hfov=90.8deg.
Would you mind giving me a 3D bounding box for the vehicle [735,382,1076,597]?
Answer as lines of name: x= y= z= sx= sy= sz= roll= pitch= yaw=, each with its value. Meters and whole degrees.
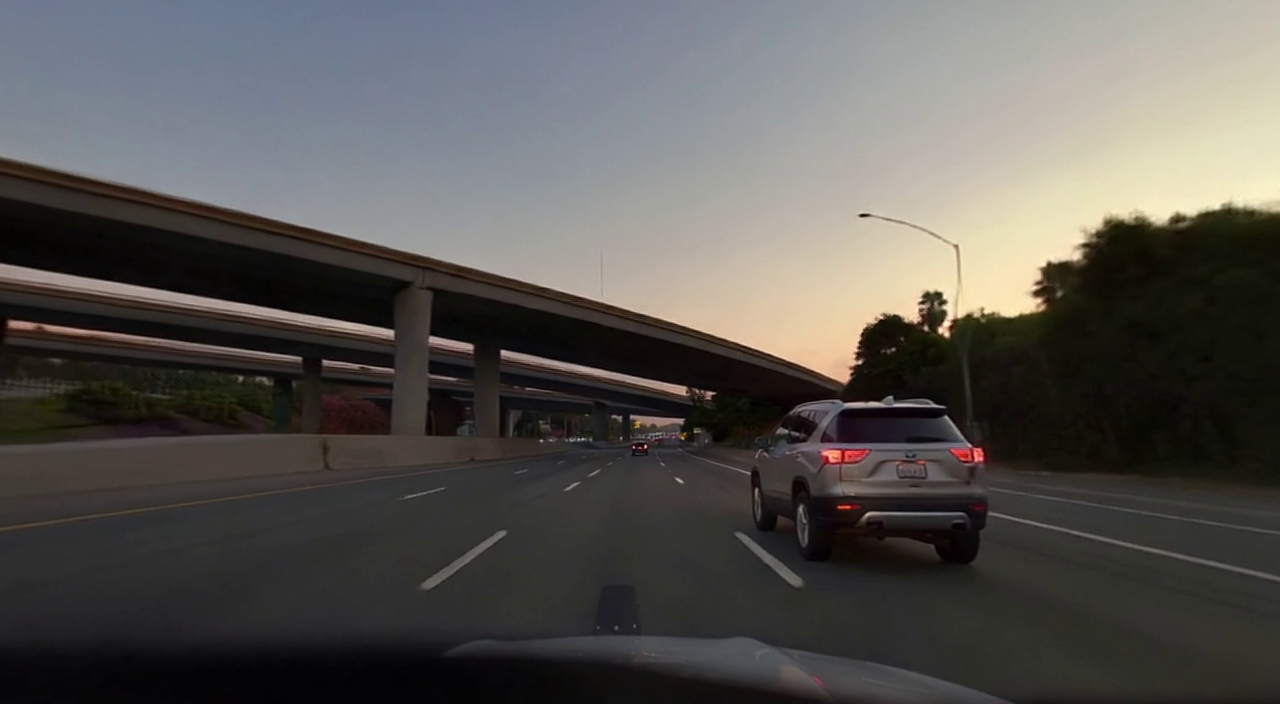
vehicle: x=2.770 y=1.597 z=8.230 sx=2.155 sy=1.918 sz=4.945 roll=0 pitch=-9 yaw=-2
